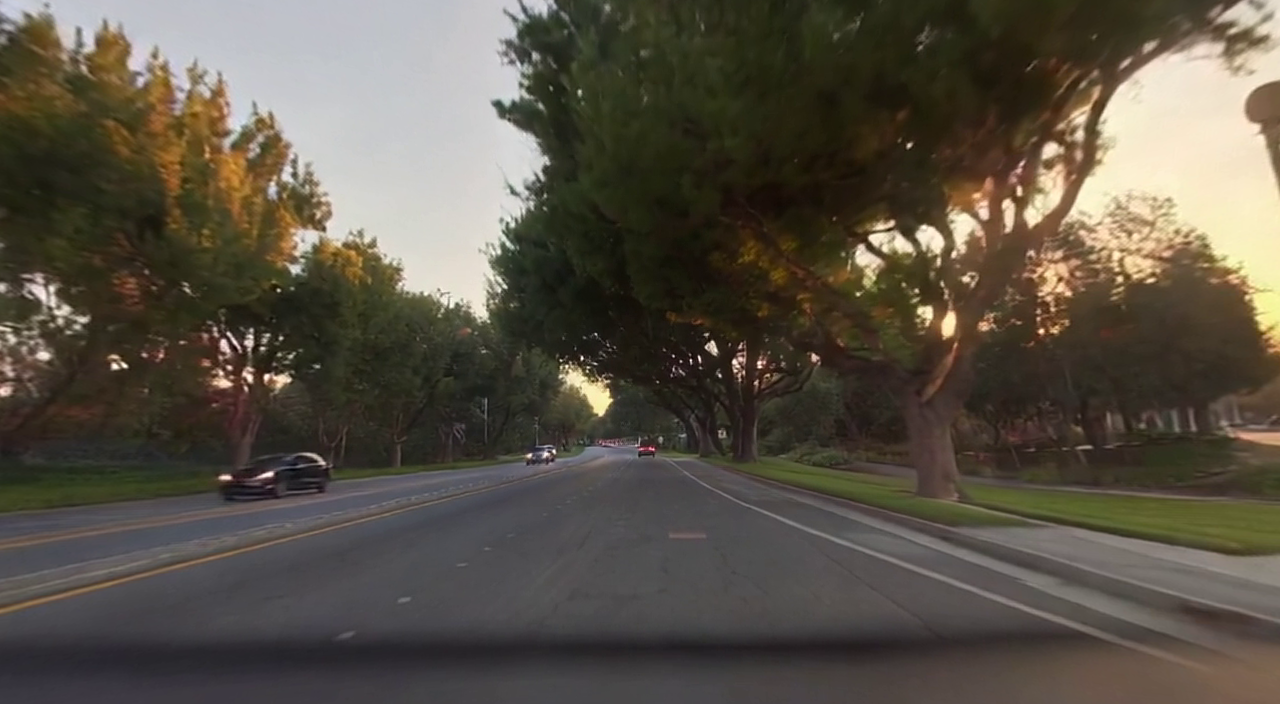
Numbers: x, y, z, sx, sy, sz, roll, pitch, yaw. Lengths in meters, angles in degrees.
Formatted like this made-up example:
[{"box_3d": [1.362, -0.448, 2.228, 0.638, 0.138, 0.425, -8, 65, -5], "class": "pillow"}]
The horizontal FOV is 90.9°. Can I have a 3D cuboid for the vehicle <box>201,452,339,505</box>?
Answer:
[{"box_3d": [-12.536, 4.269, 21.755, 1.982, 1.553, 4.420, 0, -8, 1], "class": "vehicle"}]
